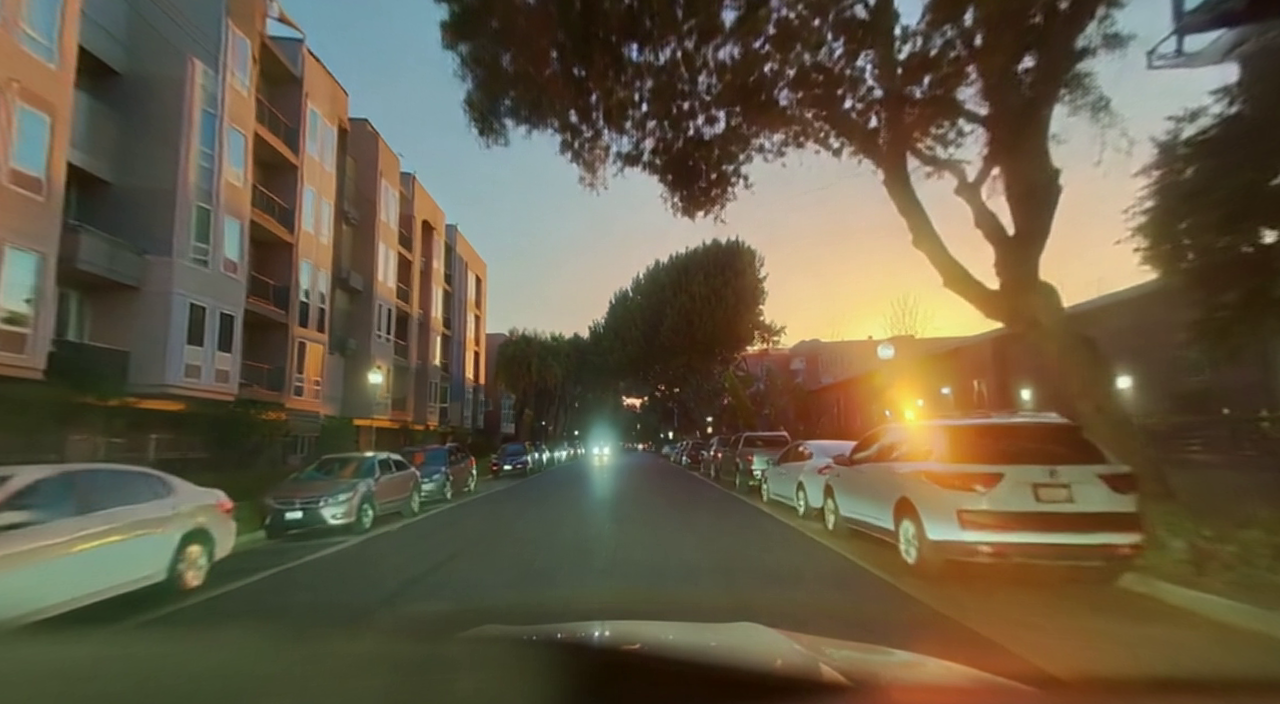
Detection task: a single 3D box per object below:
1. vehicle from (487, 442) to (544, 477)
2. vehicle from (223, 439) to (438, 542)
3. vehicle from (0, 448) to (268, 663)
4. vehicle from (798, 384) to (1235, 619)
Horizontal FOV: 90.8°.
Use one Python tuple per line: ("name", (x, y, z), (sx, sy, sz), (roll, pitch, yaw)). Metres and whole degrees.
("vehicle", (-5.589, 4.872, 28.936), (1.647, 1.481, 4.433), (0, -8, 1))
("vehicle", (-5.319, 2.385, 11.665), (1.711, 1.500, 4.510), (0, -8, -1))
("vehicle", (-5.106, 1.469, 4.913), (1.649, 1.408, 4.665), (0, -8, -1))
("vehicle", (3.530, 1.515, 7.464), (1.912, 1.781, 5.159), (0, -8, -1))
